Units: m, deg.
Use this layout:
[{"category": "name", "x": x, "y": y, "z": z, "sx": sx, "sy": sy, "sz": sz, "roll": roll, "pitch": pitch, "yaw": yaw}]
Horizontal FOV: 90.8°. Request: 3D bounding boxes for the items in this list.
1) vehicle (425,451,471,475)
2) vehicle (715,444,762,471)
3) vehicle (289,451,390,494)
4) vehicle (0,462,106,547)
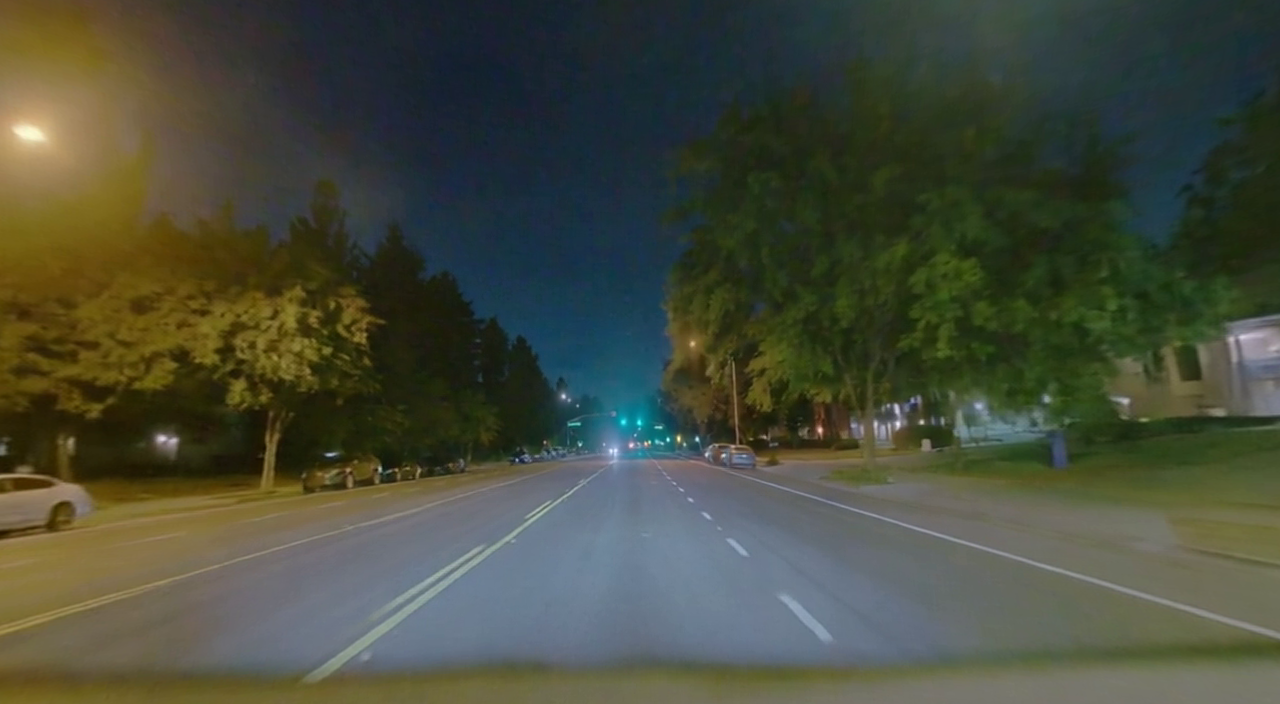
[{"category": "vehicle", "x": -12.799, "y": 7.409, "z": 42.368, "sx": 1.812, "sy": 1.454, "sz": 4.351, "roll": 0, "pitch": -8, "yaw": -1}, {"category": "vehicle", "x": 5.614, "y": 6.057, "z": 36.431, "sx": 1.875, "sy": 1.466, "sz": 4.355, "roll": 1, "pitch": -8, "yaw": -2}, {"category": "vehicle", "x": -12.740, "y": 5.098, "z": 27.195, "sx": 2.078, "sy": 1.618, "sz": 4.650, "roll": 0, "pitch": -8, "yaw": -1}, {"category": "vehicle", "x": -12.783, "y": 2.930, "z": 11.790, "sx": 1.909, "sy": 1.477, "sz": 4.345, "roll": -3, "pitch": -8, "yaw": -1}]
